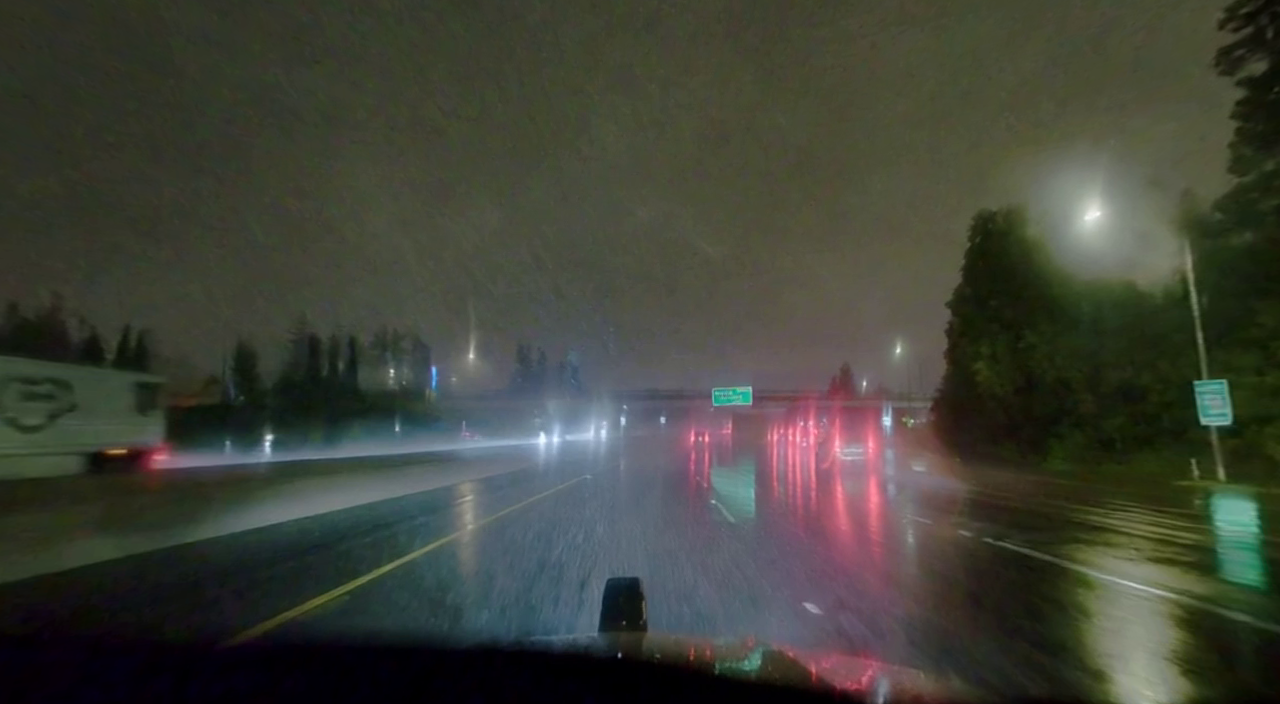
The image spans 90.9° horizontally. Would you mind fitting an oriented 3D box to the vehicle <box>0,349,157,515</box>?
[{"bbox_3d":[-17.986,1.534,12.695,2.888,4.191,16.532,-1,-9,2],"label":"vehicle"}]
